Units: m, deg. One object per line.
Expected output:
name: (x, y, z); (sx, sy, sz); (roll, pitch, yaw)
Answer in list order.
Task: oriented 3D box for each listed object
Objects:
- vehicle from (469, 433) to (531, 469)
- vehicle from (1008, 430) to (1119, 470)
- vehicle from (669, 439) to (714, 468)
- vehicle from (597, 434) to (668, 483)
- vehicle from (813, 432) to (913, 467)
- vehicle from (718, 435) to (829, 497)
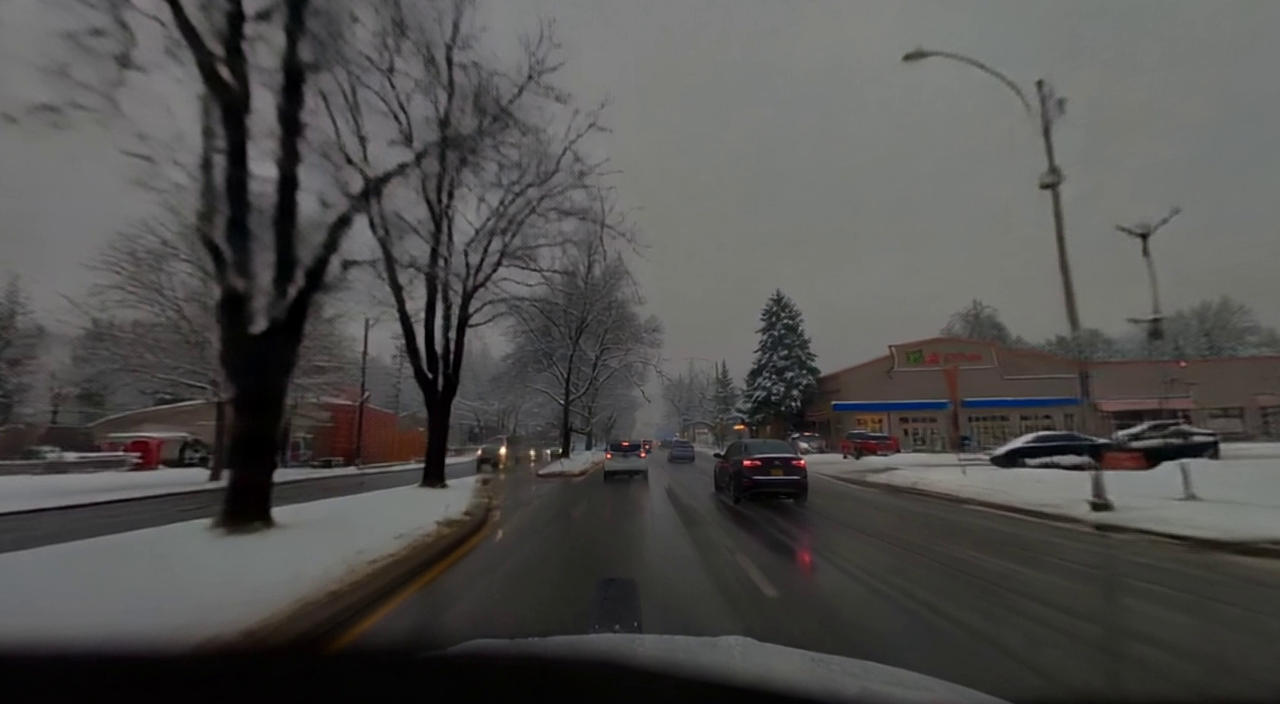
vehicle: (-8.277, 5.950, 38.036); (2.320, 1.949, 5.755); (-1, -9, 2)
vehicle: (17.509, 4.107, 26.461); (1.772, 1.478, 4.381); (0, -9, 2)
vehicle: (2.832, 5.696, 35.711); (2.098, 1.527, 3.966); (0, -9, -2)
vehicle: (-0.276, 3.718, 22.334); (2.232, 1.508, 4.319); (0, -9, -1)
vehicle: (11.414, 5.012, 32.575); (4.291, 1.652, 2.122); (1, -9, -7)
vehicle: (3.459, 3.046, 17.279); (2.060, 1.471, 4.168); (0, -9, -1)
